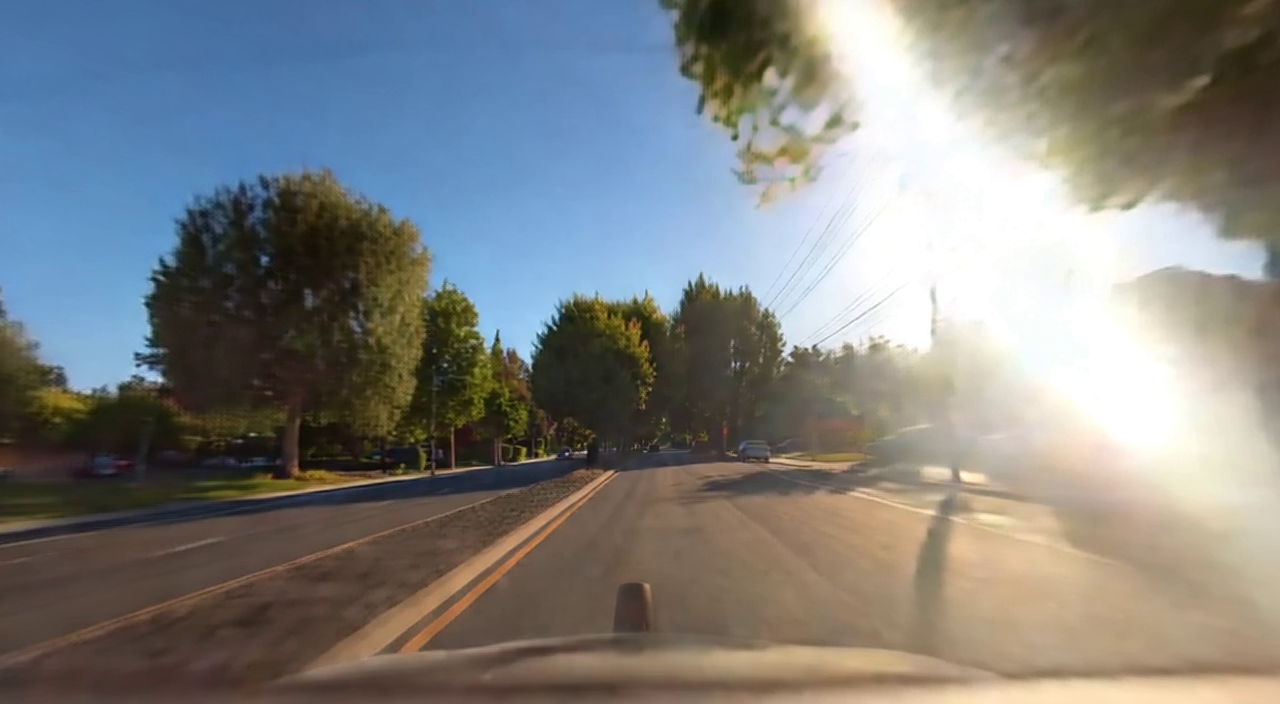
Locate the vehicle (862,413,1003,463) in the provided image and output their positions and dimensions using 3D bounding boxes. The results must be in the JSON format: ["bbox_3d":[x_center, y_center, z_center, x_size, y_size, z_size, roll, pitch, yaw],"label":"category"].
[{"bbox_3d":[14.726,4.375,32.095,5.886,2.000,2.372,-5,-9,5],"label":"vehicle"}]

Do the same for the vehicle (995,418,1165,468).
[{"bbox_3d":[15.027,3.141,21.709,4.455,1.588,1.858,0,-9,-2],"label":"vehicle"}]

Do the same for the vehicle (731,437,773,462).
[{"bbox_3d":[8.391,7.383,47.692,2.200,1.783,4.682,-1,-9,-1],"label":"vehicle"}]
